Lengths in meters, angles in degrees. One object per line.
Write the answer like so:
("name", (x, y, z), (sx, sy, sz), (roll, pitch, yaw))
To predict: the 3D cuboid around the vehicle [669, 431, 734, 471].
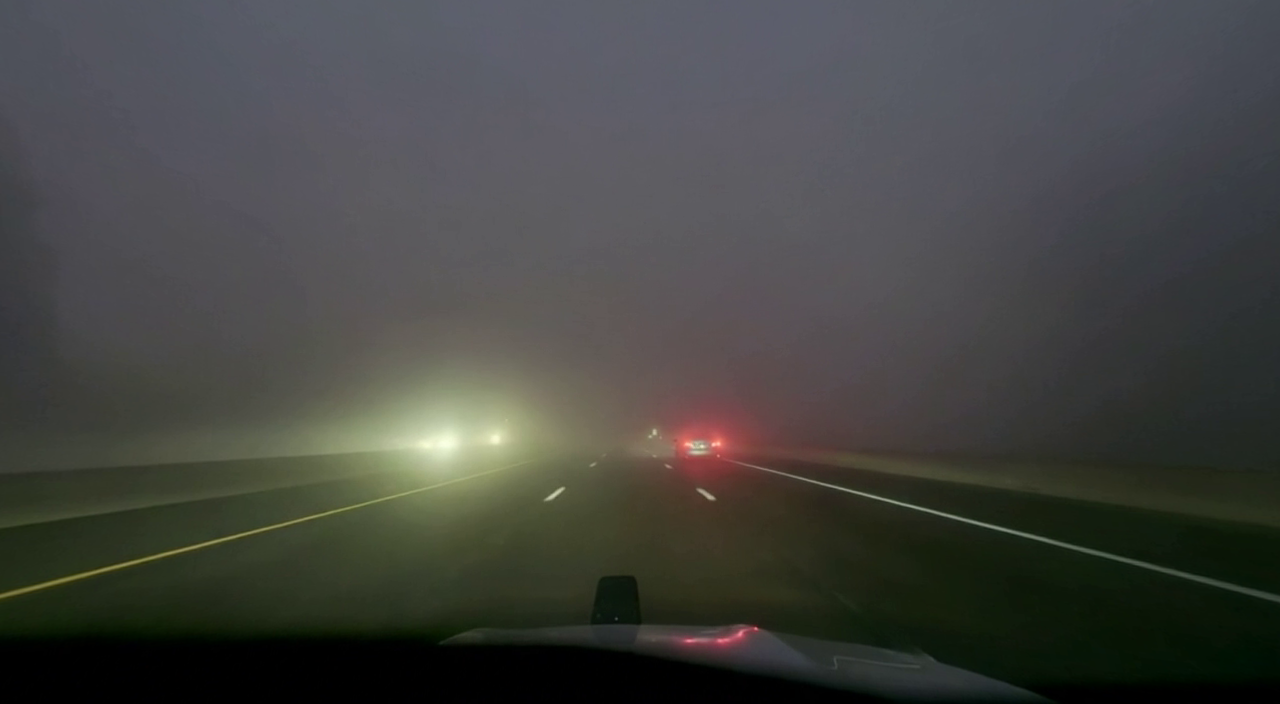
("vehicle", (2.701, 4.507, 28.798), (2.349, 1.651, 4.161), (0, -8, -2))
